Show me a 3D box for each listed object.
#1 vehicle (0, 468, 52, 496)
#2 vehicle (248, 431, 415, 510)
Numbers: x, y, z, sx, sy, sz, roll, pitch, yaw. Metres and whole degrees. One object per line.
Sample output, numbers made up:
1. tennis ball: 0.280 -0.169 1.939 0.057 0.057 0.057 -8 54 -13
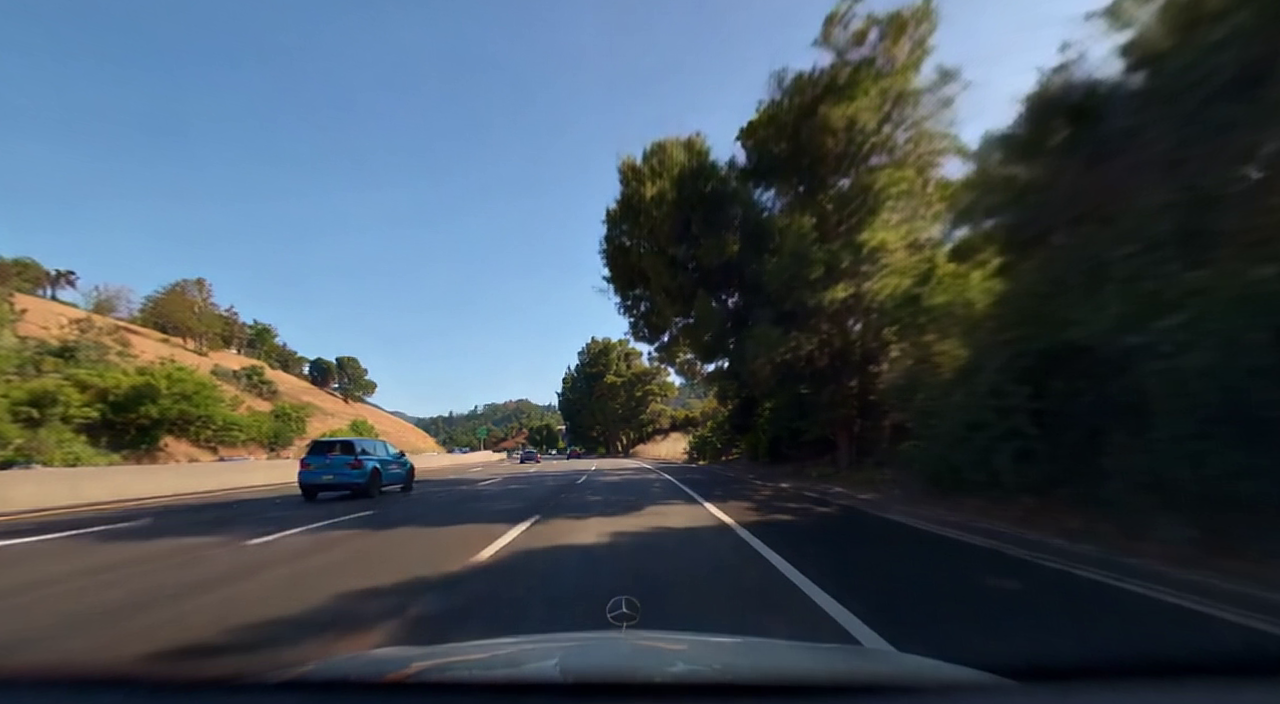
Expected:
1. vehicle: -36.445 7.425 35.959 1.758 1.423 4.262 0 -8 -1
2. vehicle: -7.665 2.966 16.309 2.046 1.712 4.533 0 -8 -1
